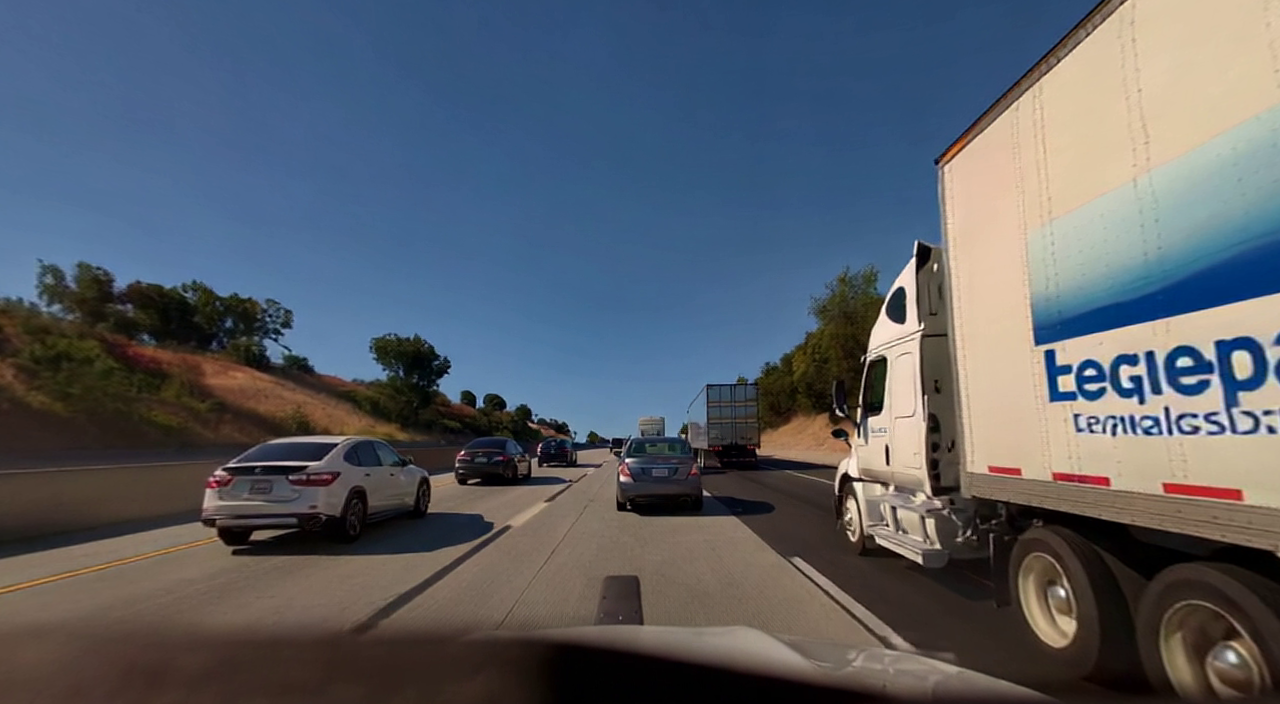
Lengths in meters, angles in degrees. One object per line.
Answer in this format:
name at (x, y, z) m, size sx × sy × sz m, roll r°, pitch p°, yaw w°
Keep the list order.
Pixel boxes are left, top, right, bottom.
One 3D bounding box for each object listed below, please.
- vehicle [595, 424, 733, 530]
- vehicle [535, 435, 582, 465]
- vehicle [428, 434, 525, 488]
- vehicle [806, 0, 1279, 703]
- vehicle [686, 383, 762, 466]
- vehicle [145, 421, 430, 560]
vehicle at (0.336, 2.041, 10.870) m, size 1.973 × 1.505 × 3.568 m, roll 0°, pitch -8°, yaw 0°
vehicle at (-4.391, 5.317, 34.437) m, size 1.887 × 1.493 × 4.411 m, roll 0°, pitch -8°, yaw 1°
vehicle at (-4.888, 3.289, 19.441) m, size 1.880 × 1.458 × 3.978 m, roll 0°, pitch -8°, yaw 1°
vehicle at (4.000, 0.181, 6.161) m, size 2.982 × 3.860 × 6.011 m, roll 0°, pitch -8°, yaw -1°
vehicle at (4.682, 4.543, 38.357) m, size 2.892 × 4.101 × 14.252 m, roll 0°, pitch -8°, yaw 1°
vehicle at (-4.500, 1.773, 8.812) m, size 1.821 × 1.514 × 3.677 m, roll 0°, pitch -8°, yaw 0°
